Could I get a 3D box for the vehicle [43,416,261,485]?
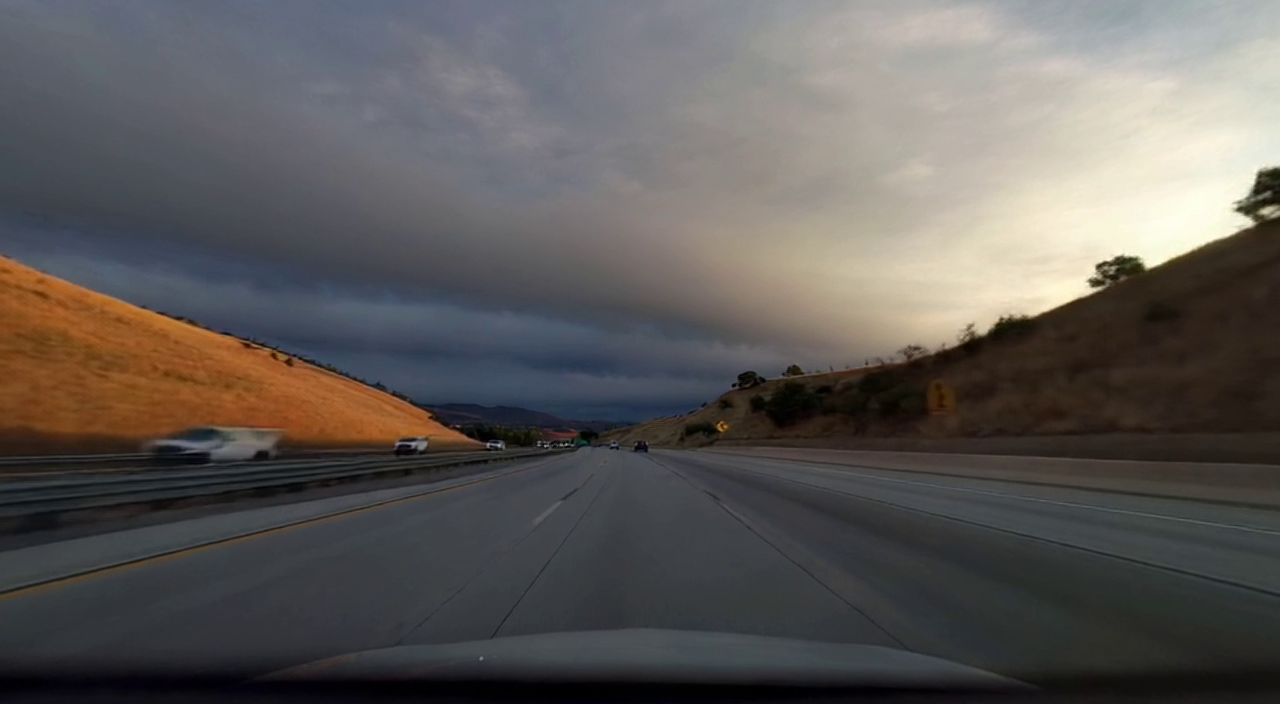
[{"bbox_3d":[-14.309,2.960,19.134,2.129,1.767,5.642,0,-8,0],"label":"vehicle"}]
